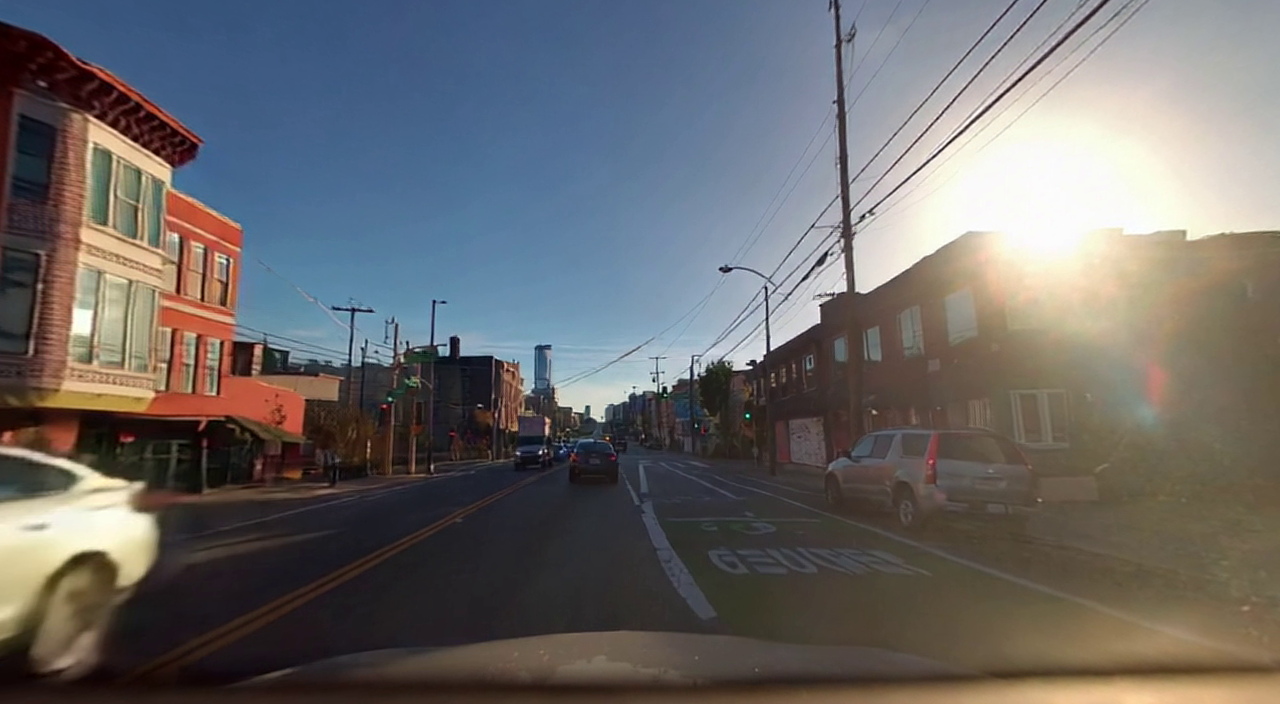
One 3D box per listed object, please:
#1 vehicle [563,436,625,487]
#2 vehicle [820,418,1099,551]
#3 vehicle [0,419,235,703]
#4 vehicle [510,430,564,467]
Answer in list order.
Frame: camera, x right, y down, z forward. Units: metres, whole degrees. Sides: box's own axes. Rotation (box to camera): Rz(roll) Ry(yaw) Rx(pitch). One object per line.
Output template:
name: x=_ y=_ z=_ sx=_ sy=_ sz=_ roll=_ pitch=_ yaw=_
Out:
vehicle: x=-1.577 y=3.866 z=22.589 sx=1.980 sy=1.635 sz=3.795 roll=1 pitch=-8 yaw=-2
vehicle: x=5.508 y=2.367 z=12.151 sx=2.197 sy=1.917 sz=5.637 roll=1 pitch=-9 yaw=-3
vehicle: x=-4.382 y=1.064 z=3.031 sx=2.181 sy=1.500 sz=4.319 roll=1 pitch=-9 yaw=-3
vehicle: x=-7.132 y=6.807 z=44.634 sx=2.704 sy=2.334 sz=7.209 roll=0 pitch=-9 yaw=-1
